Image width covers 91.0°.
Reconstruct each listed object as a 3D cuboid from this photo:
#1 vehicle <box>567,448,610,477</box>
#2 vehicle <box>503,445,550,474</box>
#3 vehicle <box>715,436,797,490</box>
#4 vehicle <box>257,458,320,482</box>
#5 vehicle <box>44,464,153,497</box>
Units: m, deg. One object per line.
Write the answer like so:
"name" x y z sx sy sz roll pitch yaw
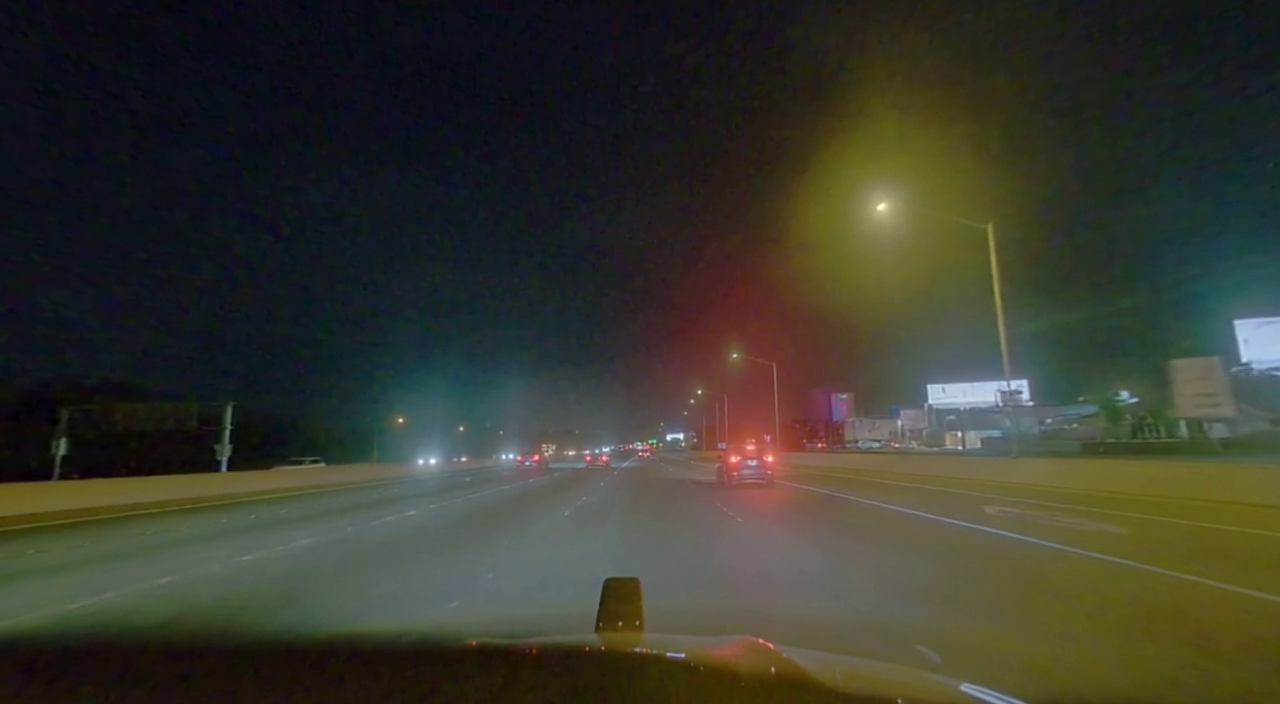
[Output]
"vehicle" -2.931 6.415 36.810 2.139 1.510 4.506 0 -9 1
"vehicle" -7.446 7.115 41.807 2.112 1.813 4.716 -1 -9 1
"vehicle" 4.151 4.070 23.425 2.109 1.764 4.704 0 -9 0
"vehicle" -27.446 9.188 49.375 1.996 1.683 5.125 0 -9 -1
"vehicle" -31.736 7.530 37.162 1.905 1.634 5.113 0 -9 0
